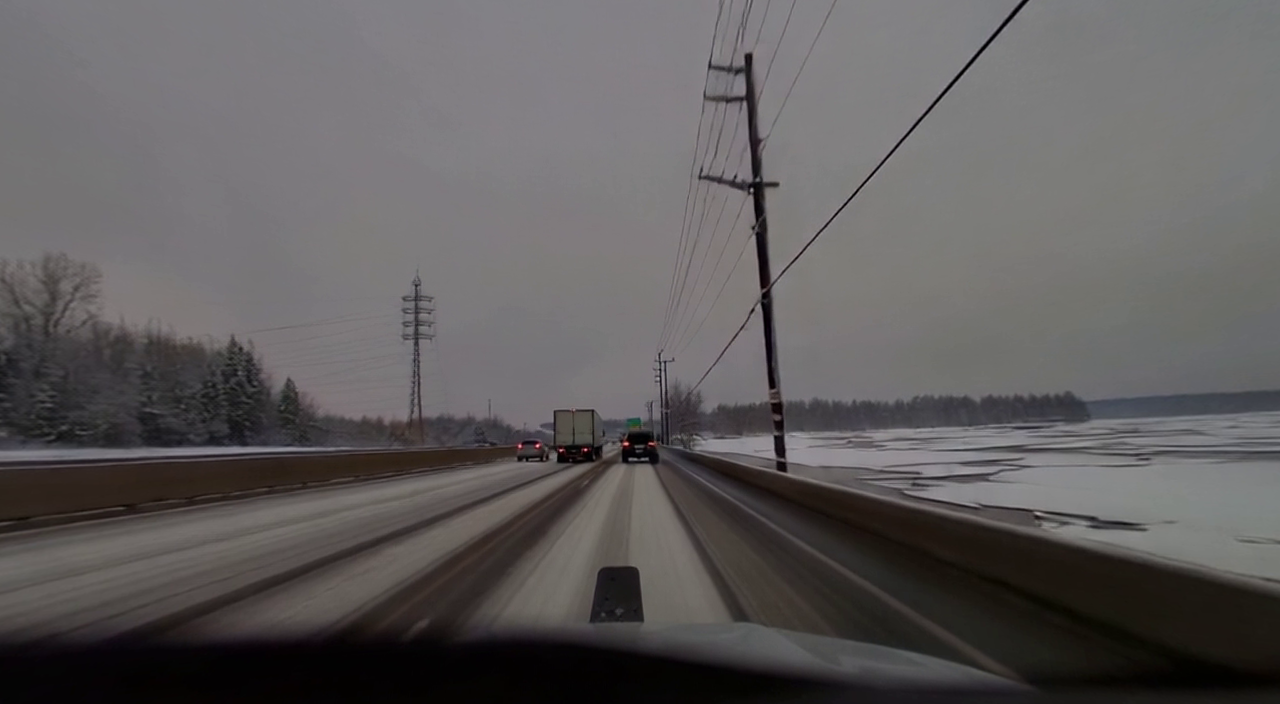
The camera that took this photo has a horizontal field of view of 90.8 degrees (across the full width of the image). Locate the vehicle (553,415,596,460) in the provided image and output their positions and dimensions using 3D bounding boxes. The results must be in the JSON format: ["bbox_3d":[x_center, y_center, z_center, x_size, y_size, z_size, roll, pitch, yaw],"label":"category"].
[{"bbox_3d":[-3.772,4.973,36.687,2.178,2.522,2.054,0,-8,1],"label":"vehicle"}]

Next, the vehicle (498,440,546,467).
[{"bbox_3d":[-7.131,6.187,38.735,2.004,1.545,4.513,0,-8,1],"label":"vehicle"}]

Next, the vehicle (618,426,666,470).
[{"bbox_3d":[0.108,5.077,33.513,2.358,2.144,4.713,0,-8,0],"label":"vehicle"}]
